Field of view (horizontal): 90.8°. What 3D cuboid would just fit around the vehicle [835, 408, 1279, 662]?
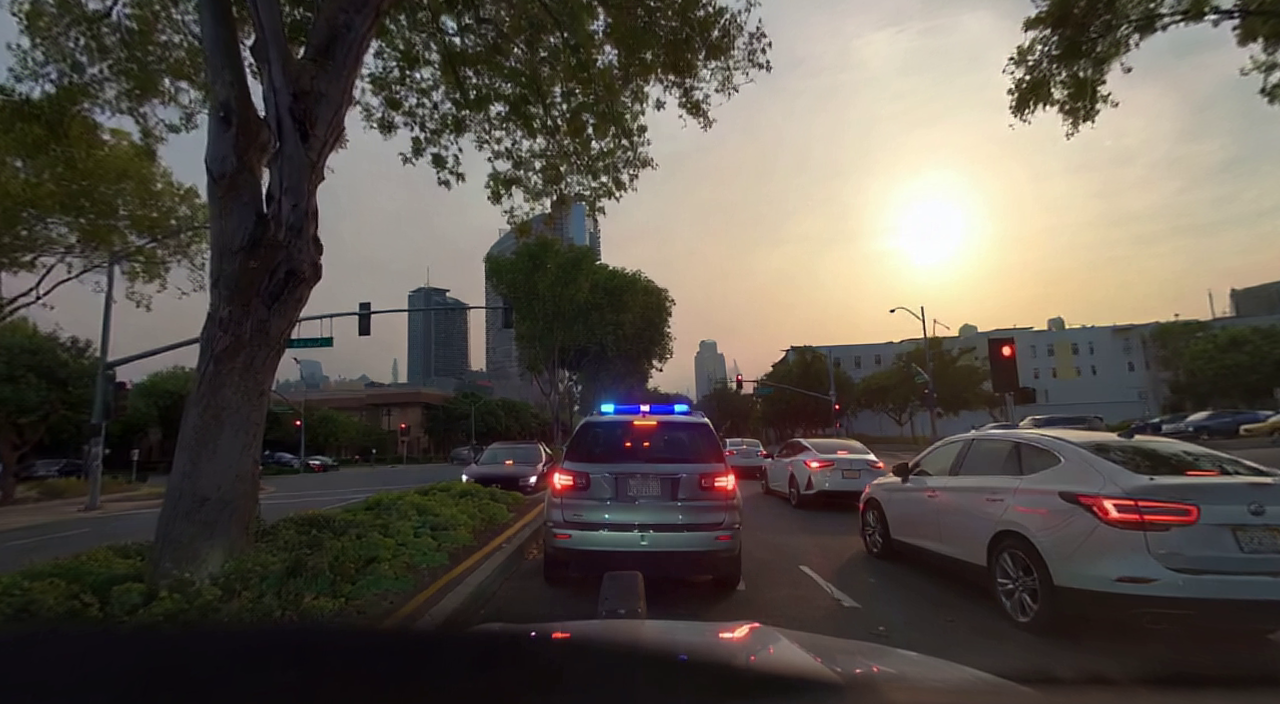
[{"bbox_3d":[3.636,1.417,6.079,1.995,1.483,4.533,0,-8,-1],"label":"vehicle"}]

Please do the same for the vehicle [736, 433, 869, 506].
[{"bbox_3d":[3.646,2.711,15.068,1.940,1.474,4.234,0,-8,-1],"label":"vehicle"}]

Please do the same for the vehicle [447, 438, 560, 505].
[{"bbox_3d":[-3.308,2.983,16.213,1.913,1.464,4.276,0,-8,0],"label":"vehicle"}]

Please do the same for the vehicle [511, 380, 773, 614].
[{"bbox_3d":[-0.036,1.458,7.275,2.038,1.819,4.505,0,-8,-1],"label":"vehicle"}]
